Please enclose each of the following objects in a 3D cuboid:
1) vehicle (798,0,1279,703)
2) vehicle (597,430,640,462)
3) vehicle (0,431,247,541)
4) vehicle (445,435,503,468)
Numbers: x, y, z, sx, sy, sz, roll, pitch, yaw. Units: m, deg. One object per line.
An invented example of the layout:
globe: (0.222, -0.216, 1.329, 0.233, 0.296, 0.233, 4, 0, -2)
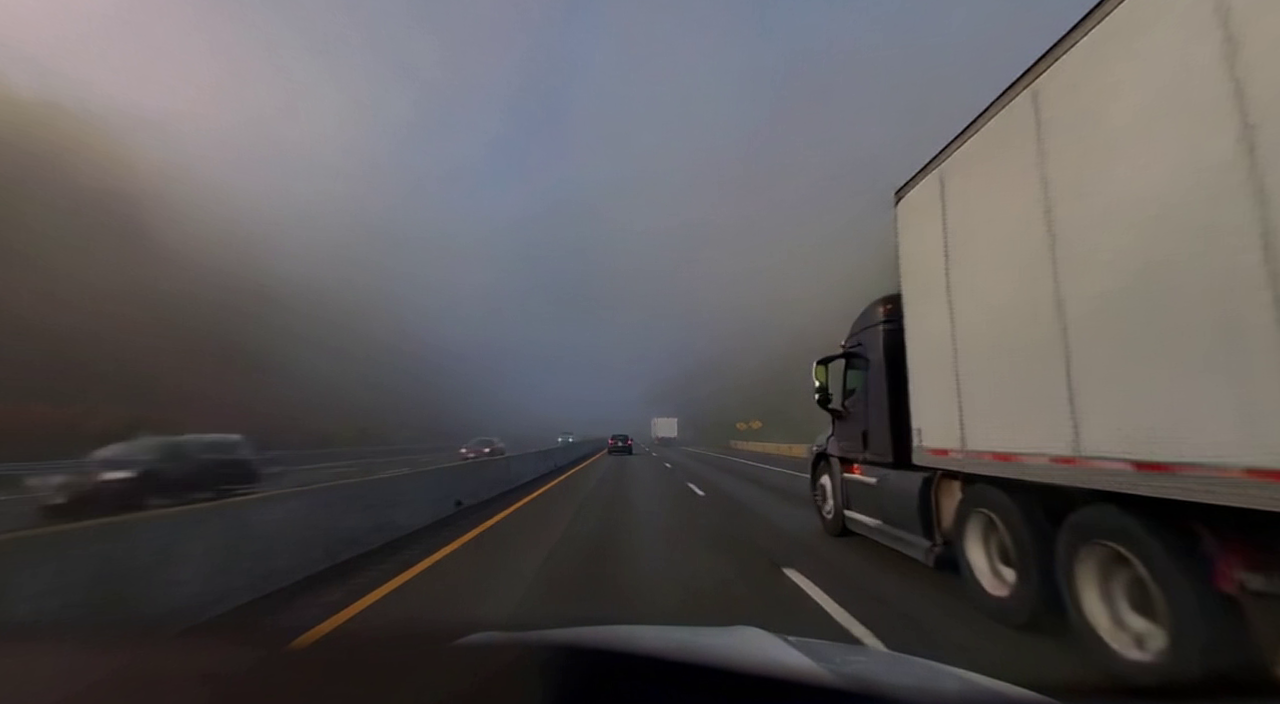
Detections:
vehicle: (4.055, 0.045, 4.975, 2.955, 3.940, 9.037, 0, -8, -2)
vehicle: (-1.078, 4.882, 32.822, 2.095, 1.557, 3.963, 0, -8, -1)
vehicle: (-10.416, 2.549, 12.851, 1.996, 1.822, 4.451, 0, -8, -2)
vehicle: (-9.356, 5.642, 35.972, 2.131, 1.735, 4.711, 0, -8, -1)
